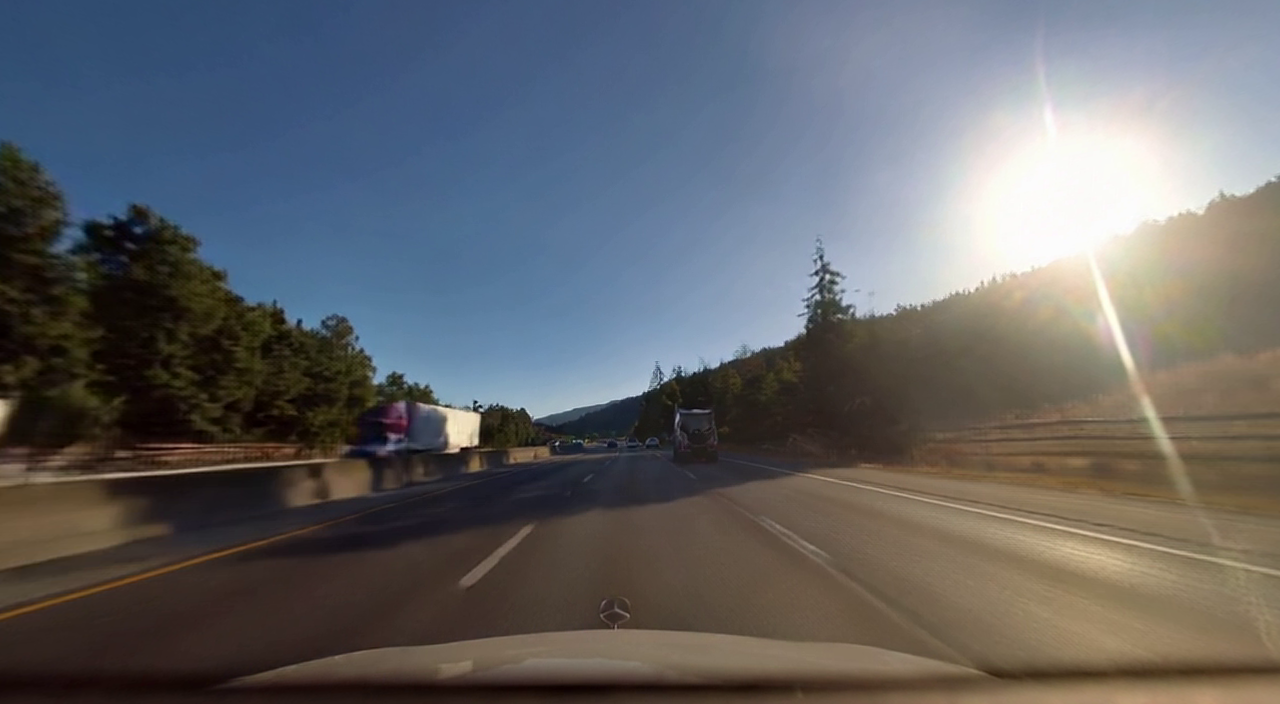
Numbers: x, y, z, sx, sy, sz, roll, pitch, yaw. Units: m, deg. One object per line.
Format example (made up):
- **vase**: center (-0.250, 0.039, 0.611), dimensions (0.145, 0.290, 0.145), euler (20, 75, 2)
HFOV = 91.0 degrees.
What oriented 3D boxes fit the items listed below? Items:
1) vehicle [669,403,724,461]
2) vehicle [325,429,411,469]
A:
- **vehicle**: center (3.547, 5.300, 41.341), dimensions (2.766, 3.349, 7.796), euler (-1, -8, 0)
- **vehicle**: center (-12.935, 4.638, 30.321), dimensions (2.061, 1.728, 4.748), euler (-1, -8, -1)
